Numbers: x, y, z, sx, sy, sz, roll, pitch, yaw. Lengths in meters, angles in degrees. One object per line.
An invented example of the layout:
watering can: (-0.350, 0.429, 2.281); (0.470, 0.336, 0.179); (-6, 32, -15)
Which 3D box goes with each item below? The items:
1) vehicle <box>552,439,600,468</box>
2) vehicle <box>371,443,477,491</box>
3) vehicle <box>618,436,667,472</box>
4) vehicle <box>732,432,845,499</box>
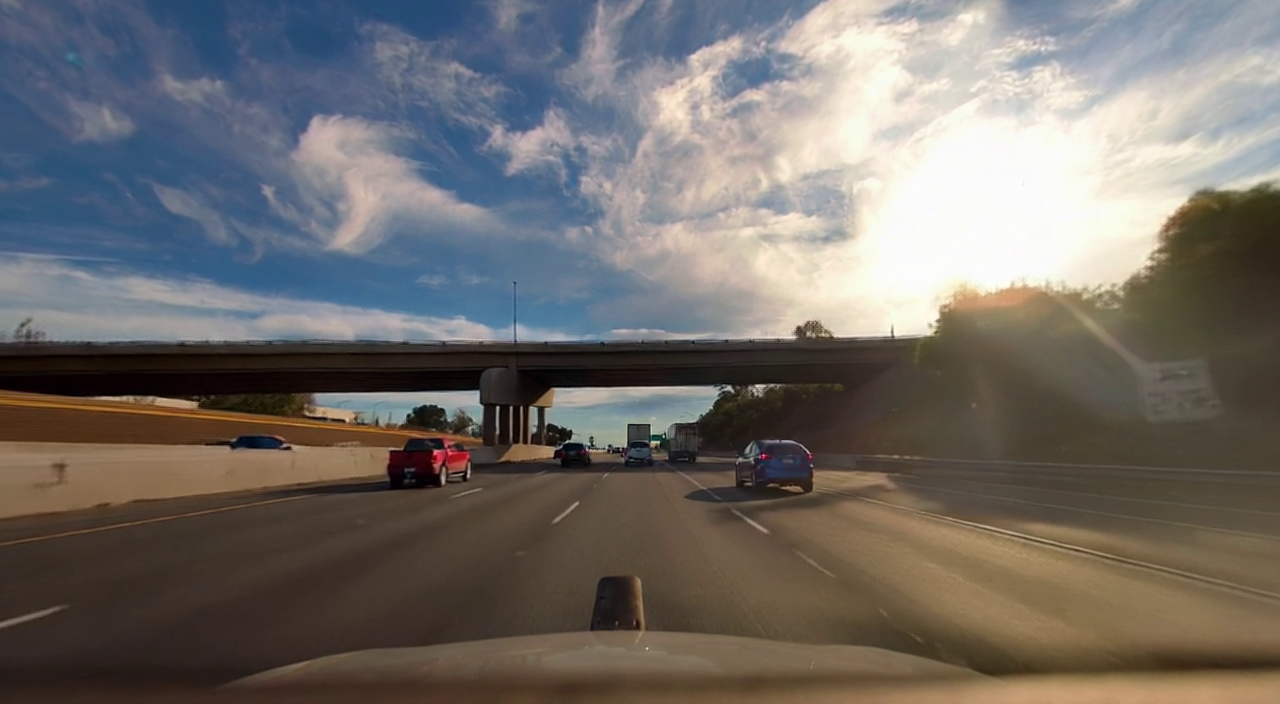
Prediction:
vehicle: (-4.011, 6.500, 40.654); (2.535, 1.715, 5.030); (0, -9, 0)
vehicle: (-7.188, 3.841, 21.588); (1.947, 1.444, 4.595); (0, -9, 1)
vehicle: (0.125, 5.774, 35.985); (2.572, 1.837, 5.693); (0, -9, 0)
vehicle: (3.984, 3.127, 17.748); (2.119, 1.653, 4.000); (0, -9, -1)
